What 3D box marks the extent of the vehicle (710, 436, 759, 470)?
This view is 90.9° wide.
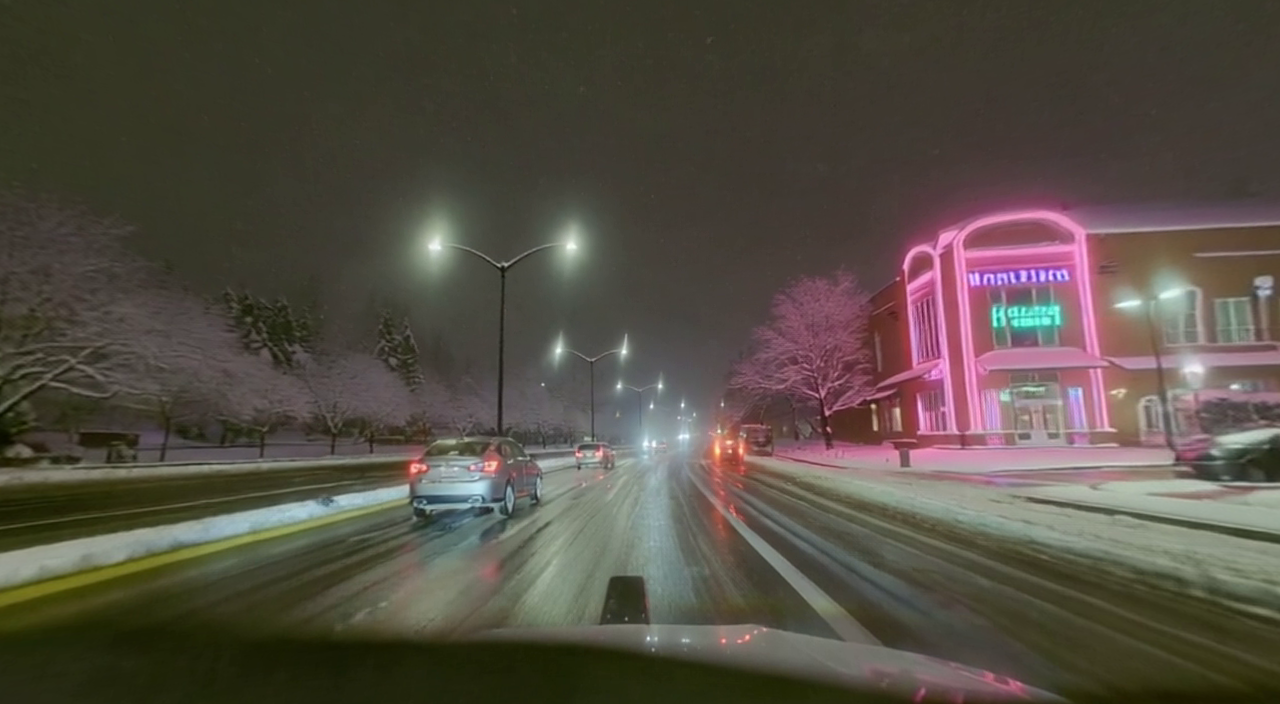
[{"bbox_3d":[5.050,5.437,34.188,2.103,1.699,4.171,0,-8,2],"label":"vehicle"}]

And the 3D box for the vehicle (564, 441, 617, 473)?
[{"bbox_3d":[-2.383,5.185,31.347,1.980,1.454,4.226,-1,-8,4],"label":"vehicle"}]

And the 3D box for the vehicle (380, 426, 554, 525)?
[{"bbox_3d":[-3.112,2.328,12.476,2.118,1.568,4.436,0,-8,1],"label":"vehicle"}]

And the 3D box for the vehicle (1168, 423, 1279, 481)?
[{"bbox_3d":[17.977,2.751,17.530,4.583,1.491,2.192,0,-8,-1],"label":"vehicle"}]

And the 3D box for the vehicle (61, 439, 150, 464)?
[{"bbox_3d":[-39.979,7.427,47.214,1.993,1.726,4.713,-7,-11,41],"label":"vehicle"}]
